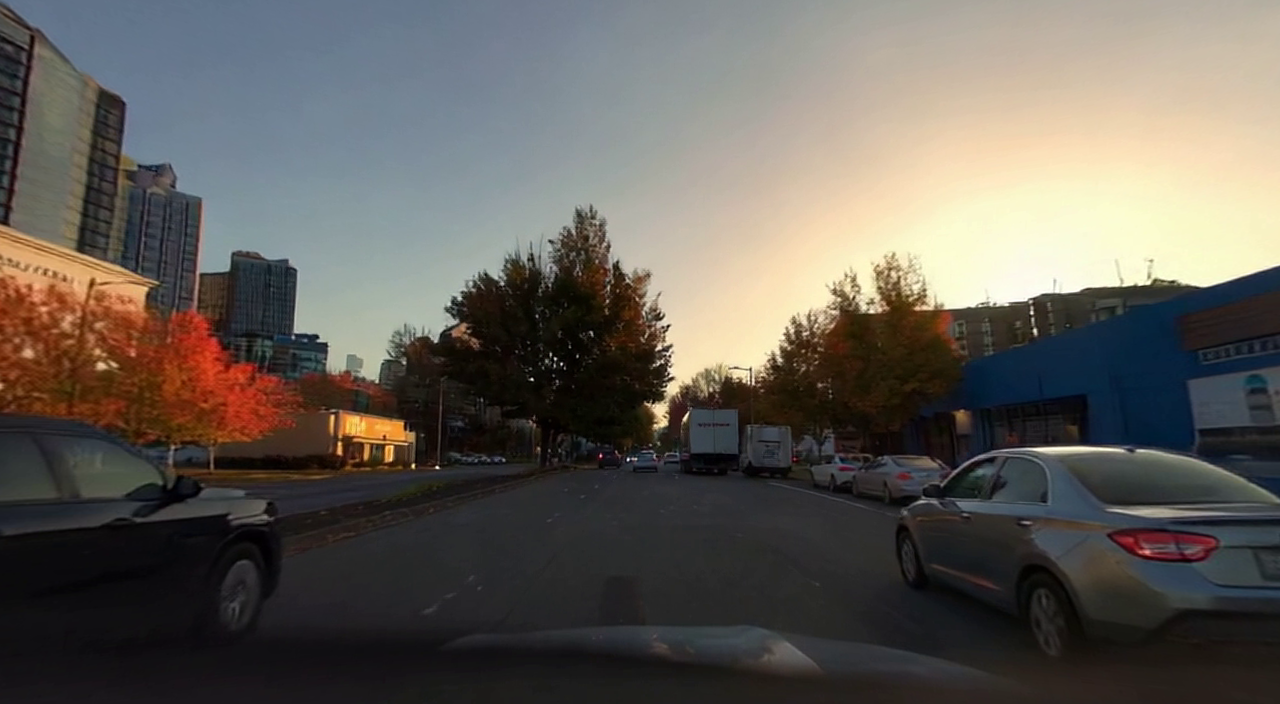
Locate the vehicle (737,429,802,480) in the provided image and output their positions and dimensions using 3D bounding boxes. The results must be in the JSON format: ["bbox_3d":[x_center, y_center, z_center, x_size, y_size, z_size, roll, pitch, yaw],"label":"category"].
[{"bbox_3d":[7.337,5.896,36.445,2.483,2.707,5.496,0,-8,-1],"label":"vehicle"}]

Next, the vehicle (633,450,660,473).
[{"bbox_3d":[0.493,7.956,45.879,1.846,1.528,4.348,0,-8,1],"label":"vehicle"}]

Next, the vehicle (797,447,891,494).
[{"bbox_3d":[7.039,4.106,22.282,1.859,1.467,4.749,0,-8,1],"label":"vehicle"}]

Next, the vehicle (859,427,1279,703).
[{"bbox_3d":[3.729,1.431,5.306,1.915,1.449,4.970,0,-8,-1],"label":"vehicle"}]

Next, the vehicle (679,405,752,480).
[{"bbox_3d":[4.051,5.264,36.636,3.003,3.680,10.684,0,-8,0],"label":"vehicle"}]

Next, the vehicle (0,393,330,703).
[{"bbox_3d":[-3.572,1.015,3.068,1.751,1.540,4.481,0,-8,1],"label":"vehicle"}]
